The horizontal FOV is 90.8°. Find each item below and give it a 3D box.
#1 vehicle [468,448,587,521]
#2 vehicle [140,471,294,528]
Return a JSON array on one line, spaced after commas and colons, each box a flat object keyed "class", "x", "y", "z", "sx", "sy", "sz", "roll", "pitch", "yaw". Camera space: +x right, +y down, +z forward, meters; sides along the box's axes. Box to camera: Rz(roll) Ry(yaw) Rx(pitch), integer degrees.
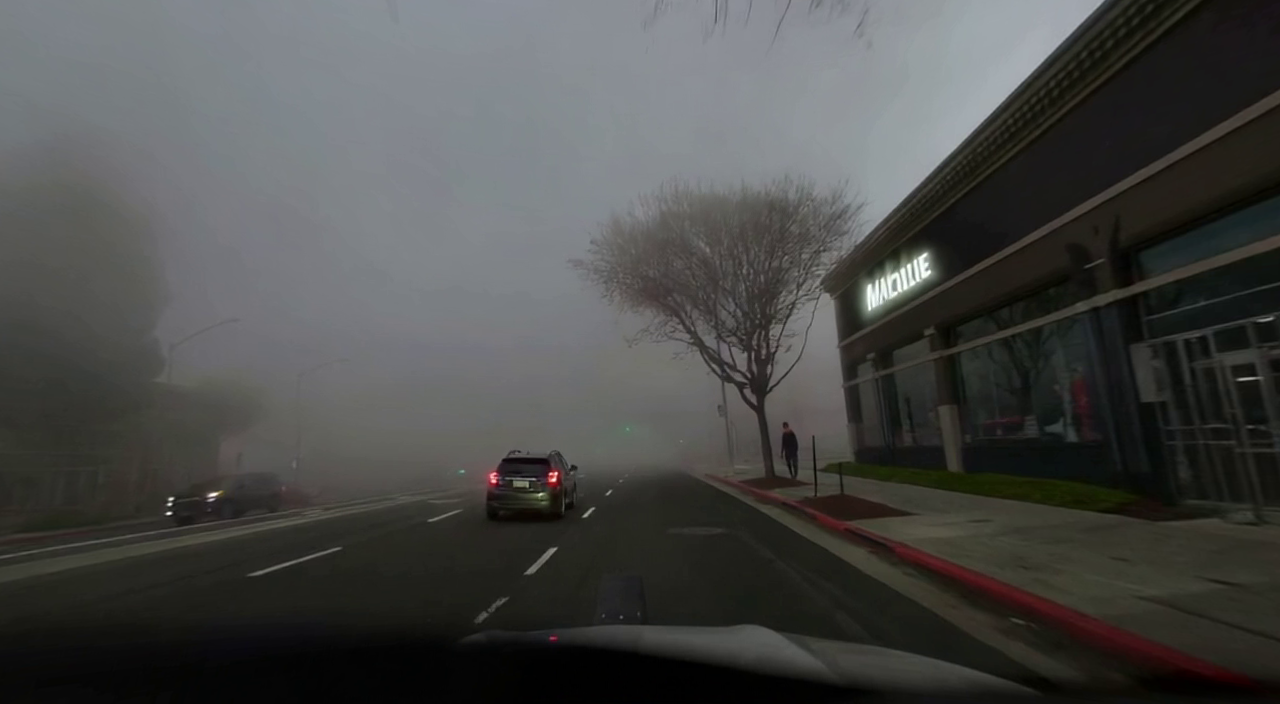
[{"class": "vehicle", "x": -2.448, "y": 2.998, "z": 14.849, "sx": 1.977, "sy": 1.451, "sz": 4.032, "roll": -1, "pitch": -9, "yaw": 1}, {"class": "vehicle", "x": -13.677, "y": 4.750, "z": 20.825, "sx": 1.922, "sy": 1.481, "sz": 4.441, "roll": -1, "pitch": -9, "yaw": 1}]
